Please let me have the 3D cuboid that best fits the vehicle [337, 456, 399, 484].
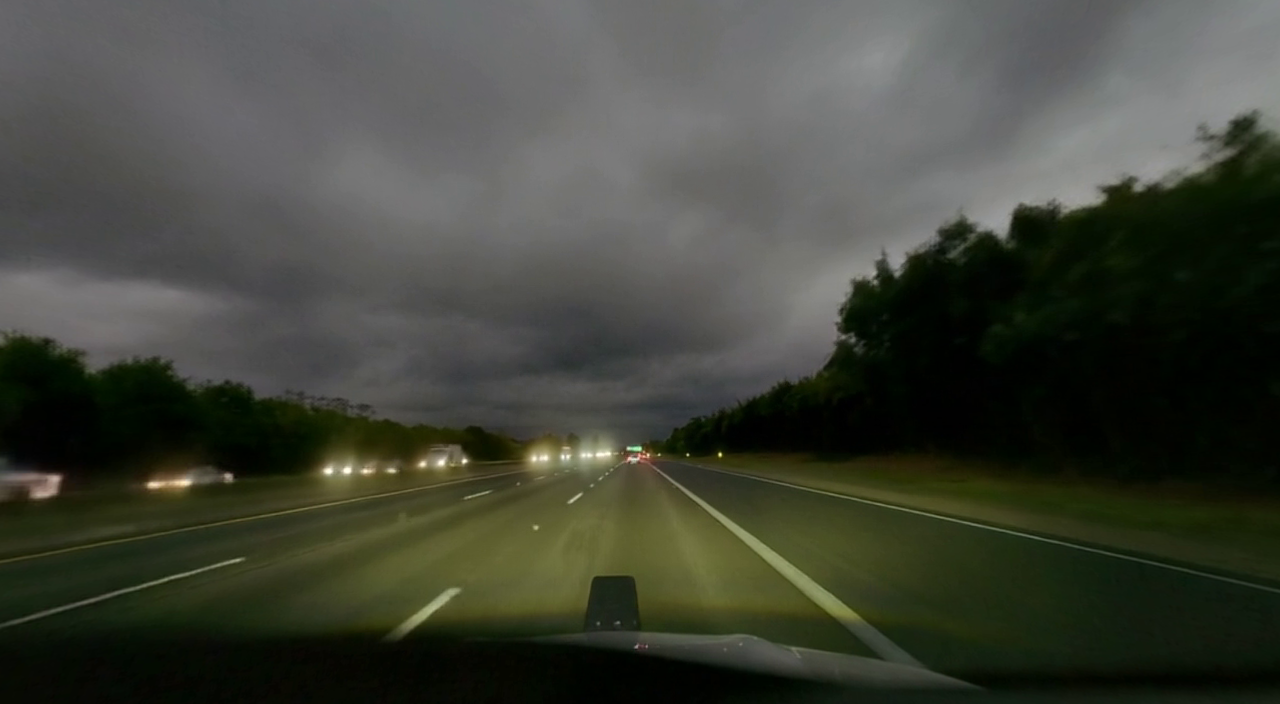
[{"bbox_3d":[-15.170,6.559,35.156,1.753,1.426,3.920,0,-9,0],"label":"vehicle"}]
